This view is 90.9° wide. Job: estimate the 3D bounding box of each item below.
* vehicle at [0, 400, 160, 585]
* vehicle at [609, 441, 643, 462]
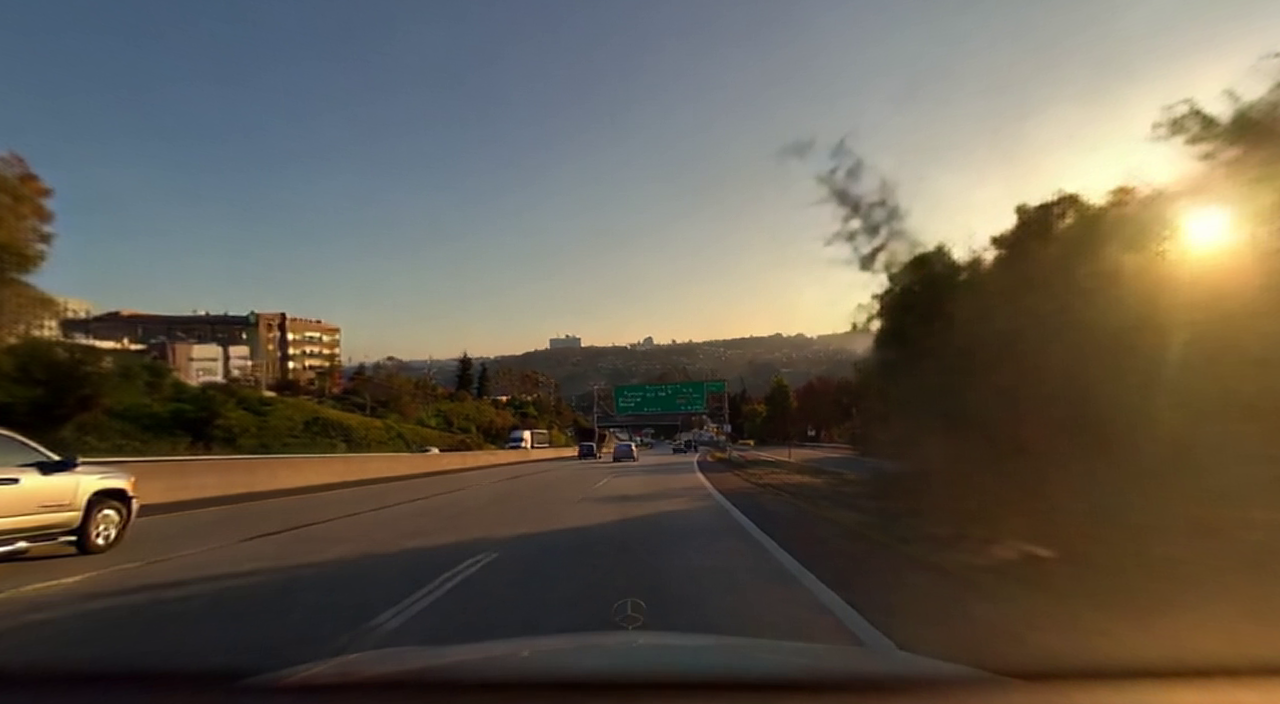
[{"bbox_3d":[-6.686,1.157,4.971,1.923,1.630,4.857,0,-8,1],"label":"vehicle"},{"bbox_3d":[-1.015,7.557,48.126,2.112,1.489,4.266,-1,-8,5],"label":"vehicle"}]
